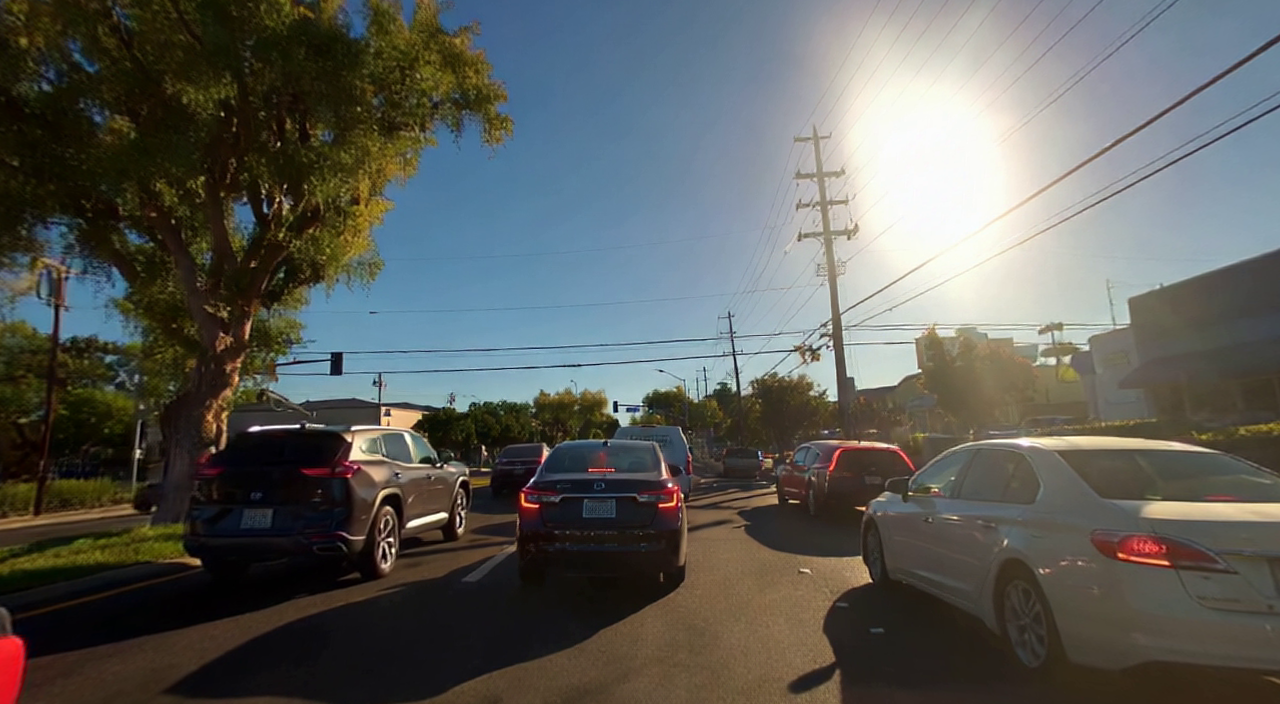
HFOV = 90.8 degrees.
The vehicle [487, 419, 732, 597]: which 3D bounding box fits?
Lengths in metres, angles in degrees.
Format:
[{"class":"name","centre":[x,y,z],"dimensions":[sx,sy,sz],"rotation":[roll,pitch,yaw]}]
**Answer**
[{"class":"vehicle","centre":[-0.317,1.632,7.415],"dimensions":[2.097,1.511,3.809],"rotation":[0,-9,-2]}]

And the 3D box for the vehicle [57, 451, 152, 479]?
[{"class":"vehicle","centre":[-37.034,7.829,43.740],"dimensions":[4.683,1.833,2.078],"rotation":[0,-9,2]}]

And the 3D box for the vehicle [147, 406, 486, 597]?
[{"class":"vehicle","centre":[-3.419,1.654,7.849],"dimensions":[1.979,1.697,4.254],"rotation":[0,-9,-1]}]

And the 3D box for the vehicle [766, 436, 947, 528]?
[{"class":"vehicle","centre":[3.933,2.429,12.412],"dimensions":[1.909,1.473,4.361],"rotation":[0,-9,-1]}]

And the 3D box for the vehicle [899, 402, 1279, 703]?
[{"class":"vehicle","centre":[3.666,1.190,4.192],"dimensions":[1.929,1.479,4.723],"rotation":[0,-9,1]}]
